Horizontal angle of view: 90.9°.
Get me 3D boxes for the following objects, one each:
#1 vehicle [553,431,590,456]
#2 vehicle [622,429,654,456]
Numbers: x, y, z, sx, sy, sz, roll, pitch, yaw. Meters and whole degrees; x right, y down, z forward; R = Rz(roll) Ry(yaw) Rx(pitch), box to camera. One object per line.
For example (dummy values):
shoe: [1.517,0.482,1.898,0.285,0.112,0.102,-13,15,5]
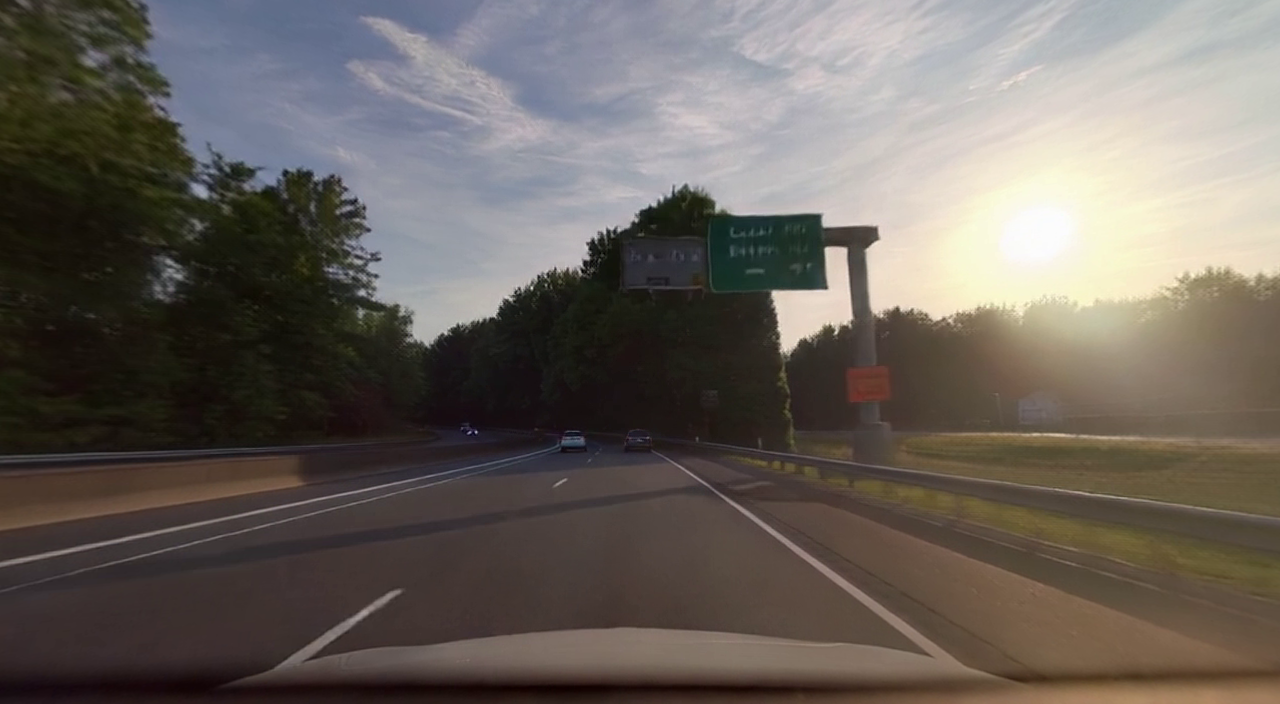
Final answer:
vehicle: [-4.608,6.206,42.771,2.055,1.610,4.116,0,-8,0]
vehicle: [-0.182,6.368,44.557,2.170,1.790,4.490,0,-8,-1]
